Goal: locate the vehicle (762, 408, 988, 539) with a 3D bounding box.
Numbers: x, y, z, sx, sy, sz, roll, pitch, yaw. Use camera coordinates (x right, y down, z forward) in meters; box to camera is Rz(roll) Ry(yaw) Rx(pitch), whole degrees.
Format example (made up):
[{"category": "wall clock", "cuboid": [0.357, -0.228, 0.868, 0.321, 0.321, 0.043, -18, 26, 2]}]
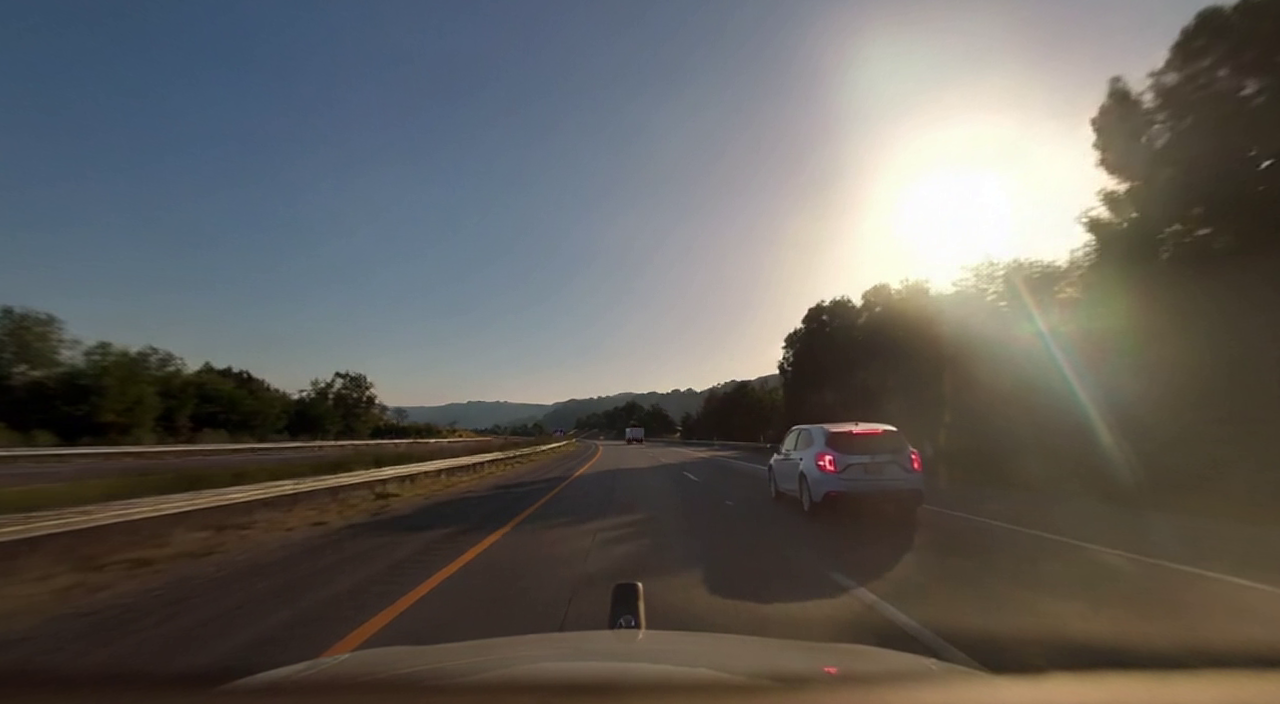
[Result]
[{"category": "vehicle", "cuboid": [3.432, 1.835, 10.207, 1.941, 1.655, 4.137, 0, -8, -2]}]
